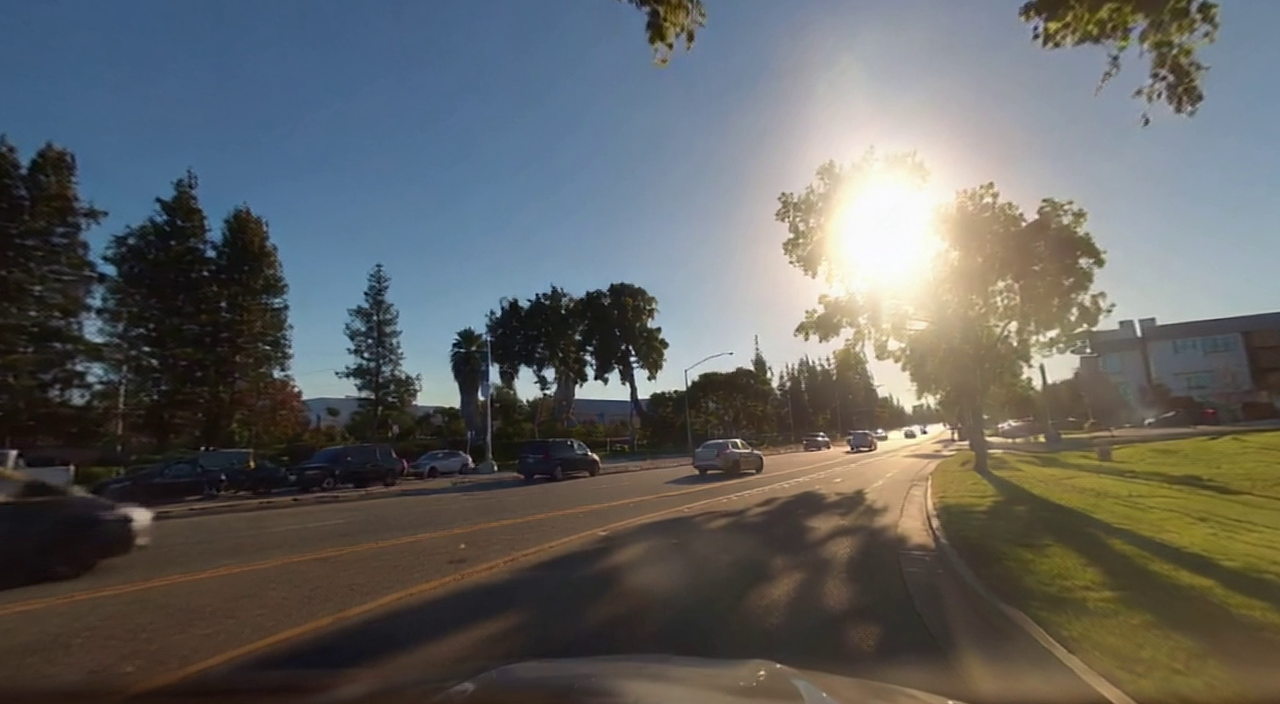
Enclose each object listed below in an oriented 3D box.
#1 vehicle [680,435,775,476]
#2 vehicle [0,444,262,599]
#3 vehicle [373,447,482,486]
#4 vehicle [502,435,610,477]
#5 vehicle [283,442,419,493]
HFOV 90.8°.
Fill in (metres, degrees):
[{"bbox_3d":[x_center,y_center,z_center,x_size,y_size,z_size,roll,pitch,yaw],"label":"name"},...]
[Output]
[{"bbox_3d":[3.618,4.175,25.442,1.984,1.482,4.482,-6,-11,34],"label":"vehicle"},{"bbox_3d":[-6.954,1.669,6.503,2.056,1.442,4.725,-6,-11,36],"label":"vehicle"},{"bbox_3d":[-11.610,6.236,34.905,2.261,1.733,5.381,-5,-8,33],"label":"vehicle"},{"bbox_3d":[-3.858,4.897,29.792,2.506,1.718,4.822,-9,-12,31],"label":"vehicle"},{"bbox_3d":[-12.488,4.932,27.634,2.134,1.924,4.911,-5,-9,34],"label":"vehicle"}]
